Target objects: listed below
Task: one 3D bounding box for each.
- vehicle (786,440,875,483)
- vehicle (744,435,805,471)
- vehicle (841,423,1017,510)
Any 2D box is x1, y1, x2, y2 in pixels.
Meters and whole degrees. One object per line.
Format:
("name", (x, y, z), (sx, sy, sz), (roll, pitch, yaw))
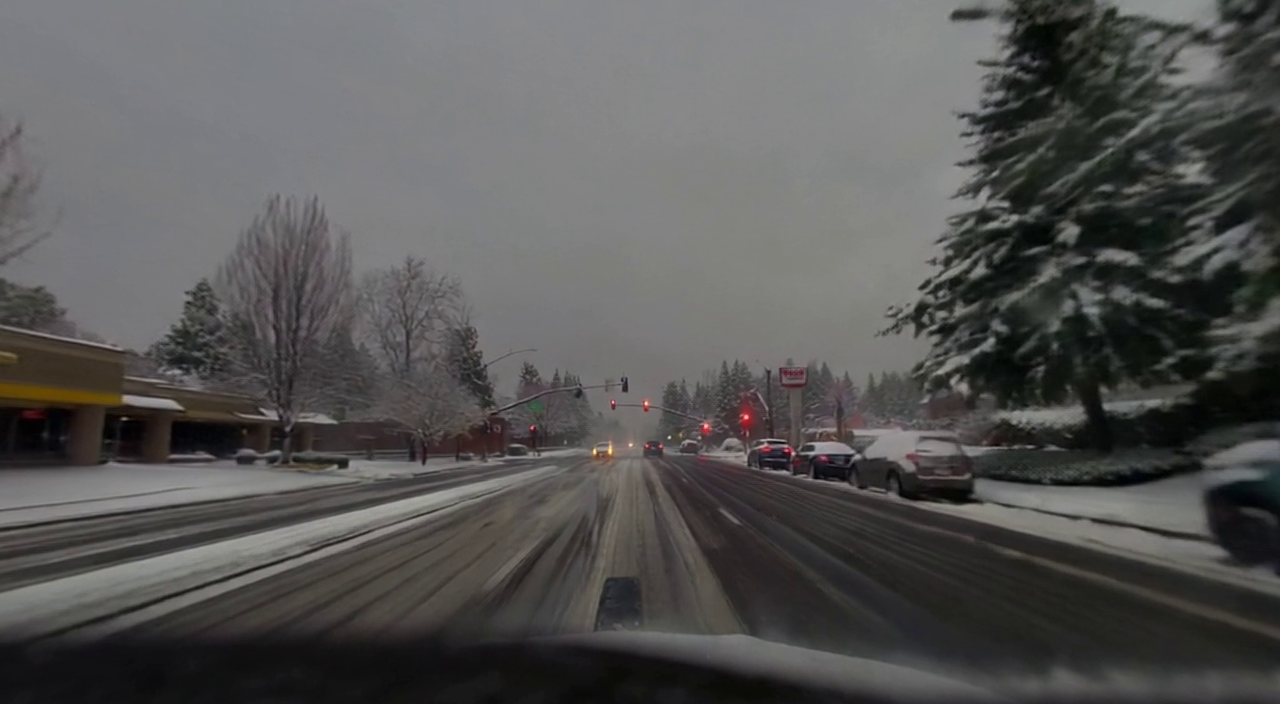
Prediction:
("vehicle", (7.138, 4.143, 24.236), (1.922, 1.473, 4.738), (0, -8, 0))
("vehicle", (7.210, 5.481, 34.408), (2.132, 1.793, 5.003), (0, -8, -1))
("vehicle", (7.155, 2.894, 16.398), (2.088, 1.848, 4.936), (0, -9, -2))
